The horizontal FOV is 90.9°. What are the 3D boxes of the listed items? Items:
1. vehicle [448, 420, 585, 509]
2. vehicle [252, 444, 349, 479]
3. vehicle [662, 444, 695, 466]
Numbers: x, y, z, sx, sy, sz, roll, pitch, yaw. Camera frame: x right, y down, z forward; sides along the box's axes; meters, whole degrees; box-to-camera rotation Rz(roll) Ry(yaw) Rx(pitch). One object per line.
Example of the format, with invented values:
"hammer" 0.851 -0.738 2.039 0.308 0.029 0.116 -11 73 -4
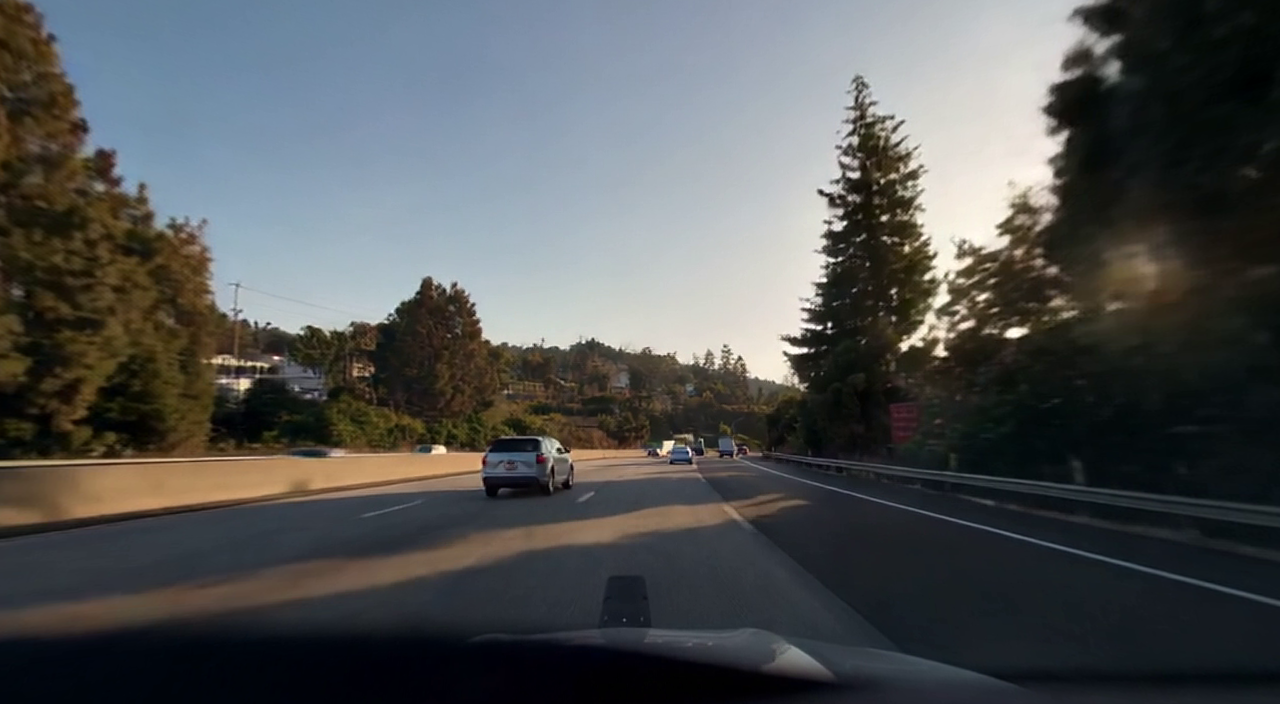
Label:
"vehicle" -2.796 2.721 15.636 2.185 1.823 4.854 0 -9 3
"vehicle" -15.708 5.066 29.481 1.907 1.454 4.406 0 -8 3
"vehicle" 2.650 7.057 43.387 2.158 1.458 3.656 -1 -9 4
